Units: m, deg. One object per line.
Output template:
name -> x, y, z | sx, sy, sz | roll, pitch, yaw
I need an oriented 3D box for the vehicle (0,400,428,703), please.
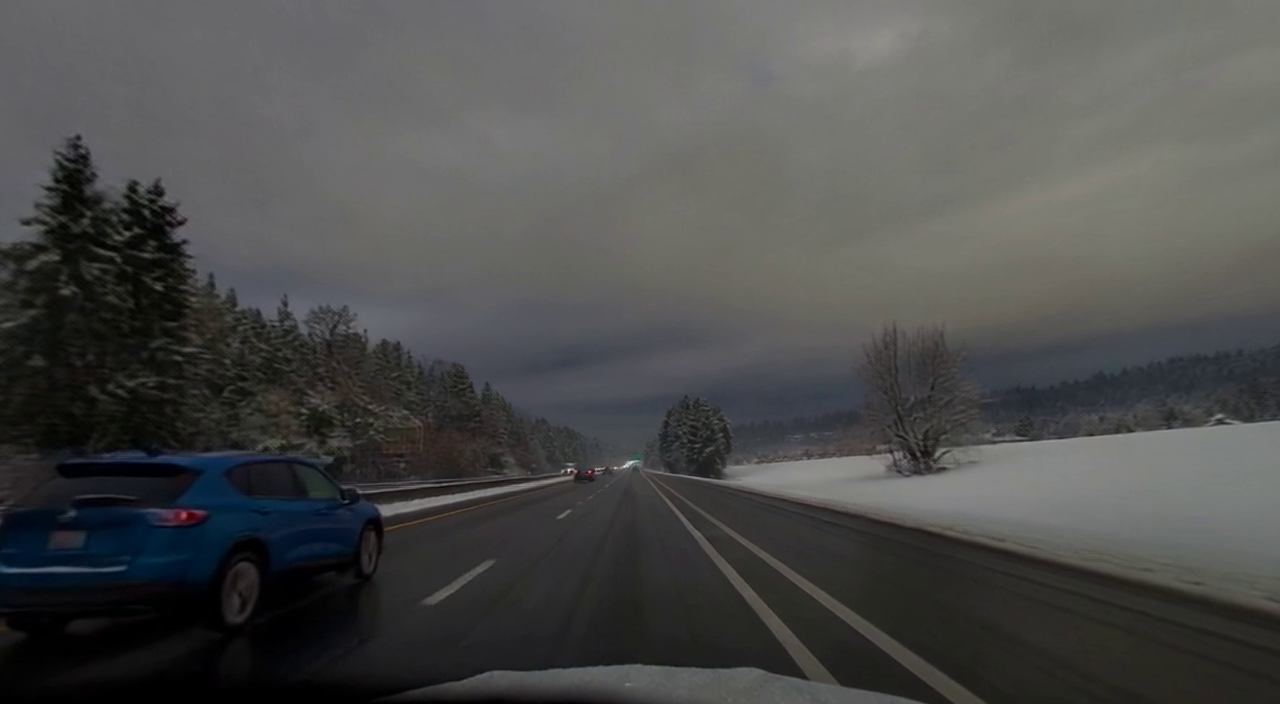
vehicle -> -3.784, 1.507, 5.609 | 2.123, 1.666, 4.709 | 1, -10, 0

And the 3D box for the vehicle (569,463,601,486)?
vehicle -> -4.090, 9.216, 47.523 | 2.068, 1.592, 4.479 | 1, -10, 0
